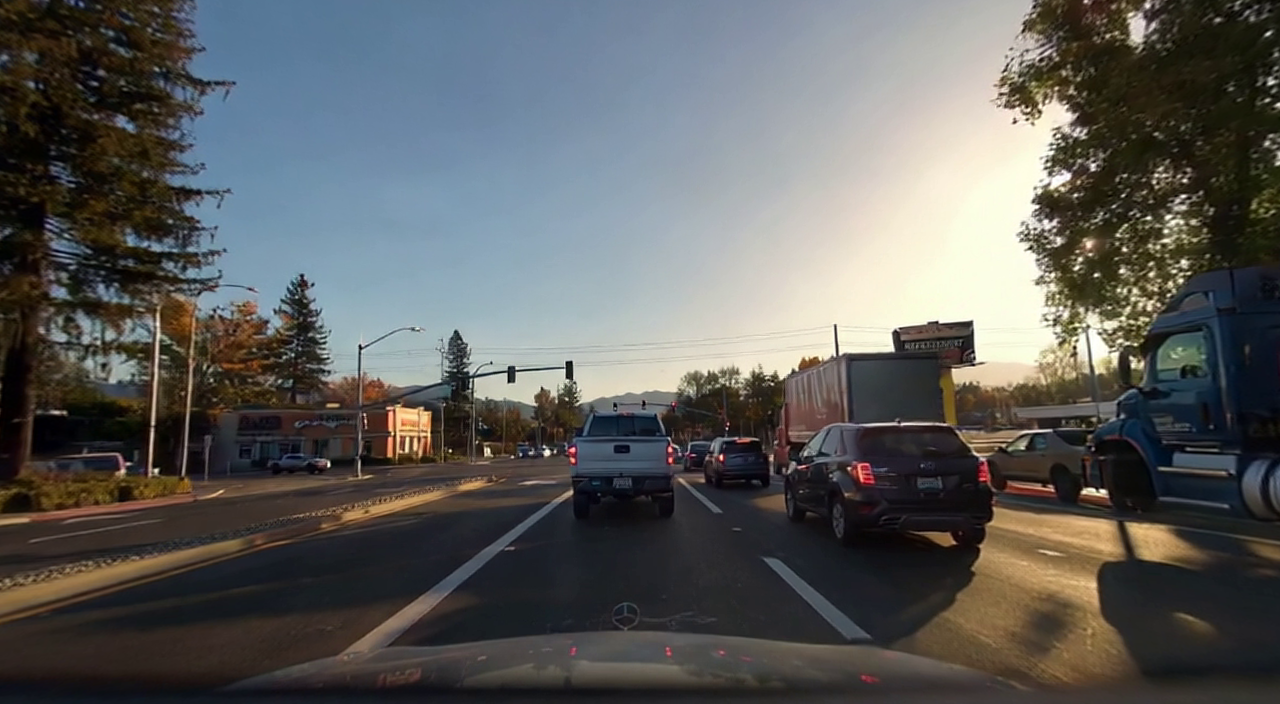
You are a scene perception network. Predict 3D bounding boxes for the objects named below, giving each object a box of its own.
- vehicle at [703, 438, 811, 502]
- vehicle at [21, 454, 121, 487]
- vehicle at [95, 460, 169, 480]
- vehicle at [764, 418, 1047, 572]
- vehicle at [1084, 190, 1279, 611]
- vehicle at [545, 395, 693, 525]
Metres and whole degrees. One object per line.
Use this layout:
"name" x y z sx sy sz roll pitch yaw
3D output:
"vehicle" 2.996 3.128 17.168 1.922 1.483 4.436 0 -9 -2
"vehicle" -28.587 5.934 31.918 1.730 1.534 3.922 1 -9 -7
"vehicle" -38.216 8.874 47.567 4.150 1.474 1.826 -1 -9 8
"vehicle" 3.264 1.871 9.136 1.905 1.587 4.998 0 -9 0
"vehicle" 6.510 0.126 3.343 2.802 3.322 7.429 0 -9 0
"vehicle" -0.388 2.220 13.343 2.499 2.183 5.111 0 -9 -1
